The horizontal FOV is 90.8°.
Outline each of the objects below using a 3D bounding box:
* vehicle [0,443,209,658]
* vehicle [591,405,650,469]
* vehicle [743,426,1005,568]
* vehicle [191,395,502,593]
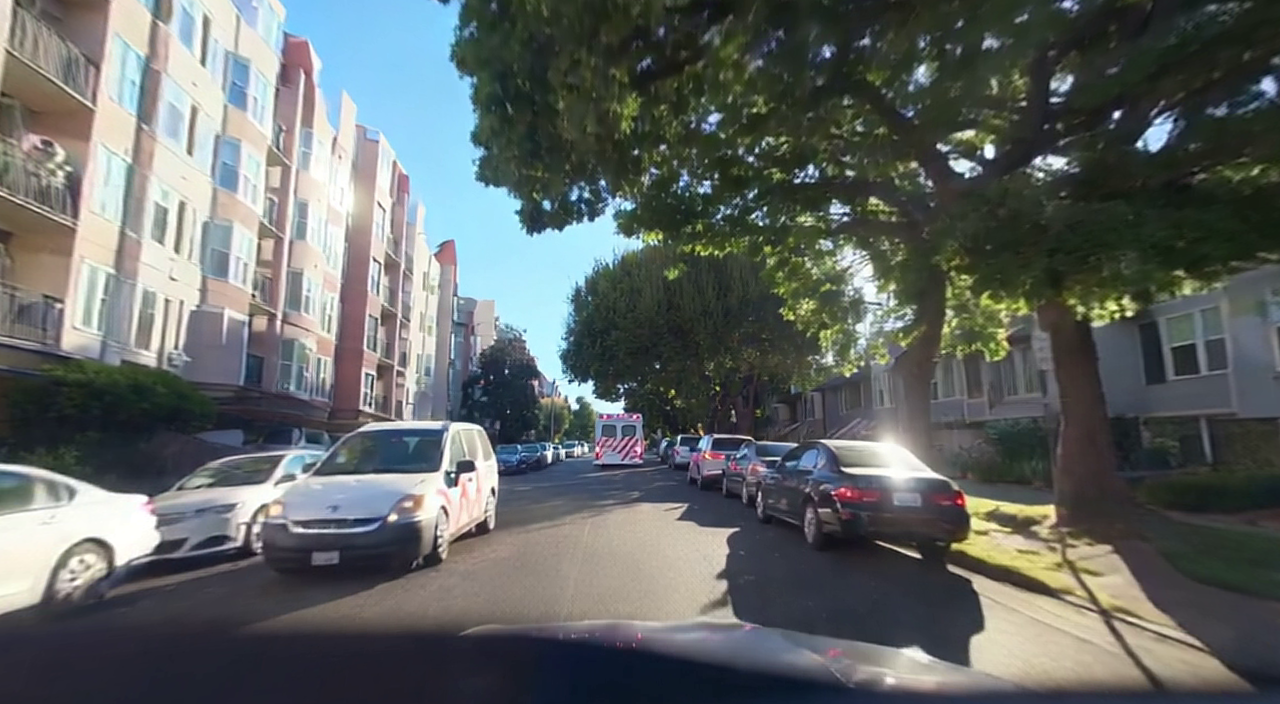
[{"bbox_3d":[-5.445,1.336,4.103,2.047,1.471,4.647,0,-8,-1],"label":"vehicle"},{"bbox_3d":[-1.082,4.575,33.688,2.754,3.008,7.730,0,-8,-2],"label":"vehicle"},{"bbox_3d":[3.037,1.978,9.425,2.035,1.549,4.373,2,-8,-3],"label":"vehicle"},{"bbox_3d":[-3.215,1.630,8.111,2.029,1.802,4.229,-1,-8,-1],"label":"vehicle"}]
